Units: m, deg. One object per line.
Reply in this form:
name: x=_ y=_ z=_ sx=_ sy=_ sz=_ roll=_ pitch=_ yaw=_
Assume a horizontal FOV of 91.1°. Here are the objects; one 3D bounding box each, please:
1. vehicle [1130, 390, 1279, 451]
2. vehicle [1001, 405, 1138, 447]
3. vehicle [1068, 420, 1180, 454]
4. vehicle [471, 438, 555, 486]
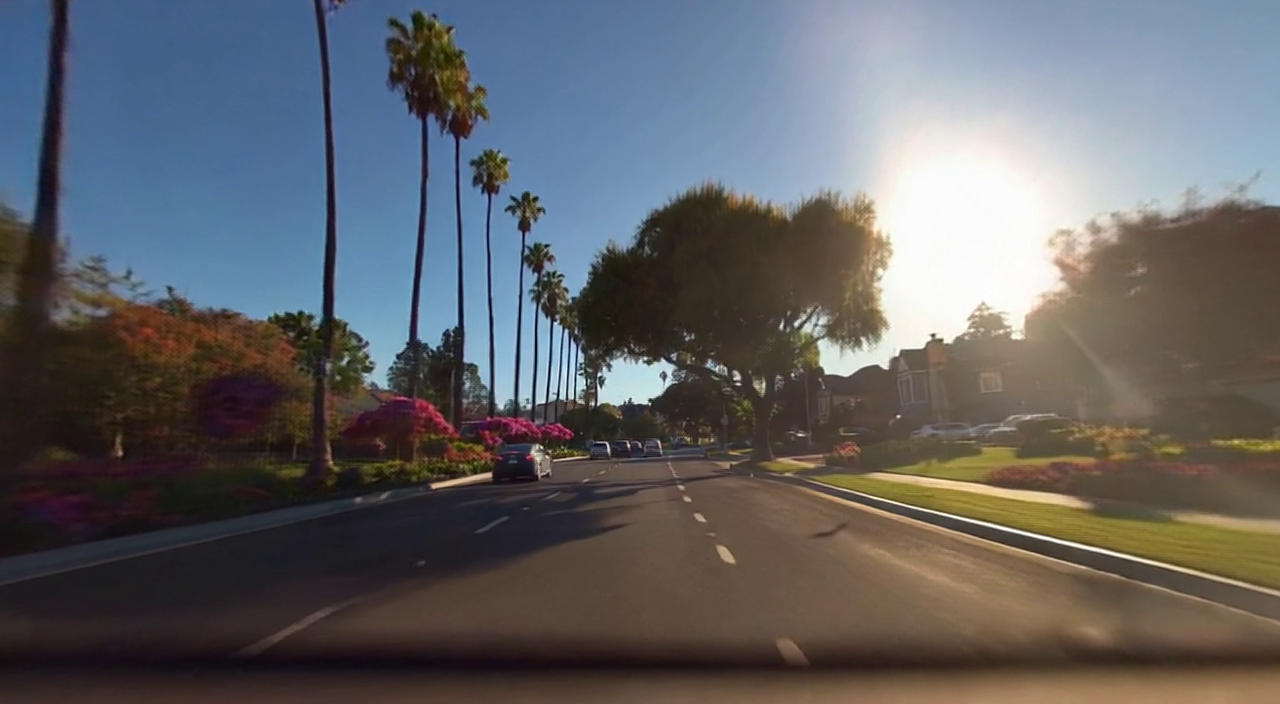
vehicle: x=21.306 y=2.501 z=22.535 sx=5.458 sy=2.044 sz=2.299 roll=0 pitch=-8 yaw=-2
vehicle: x=21.095 y=3.669 z=30.957 sx=5.294 sy=1.978 sz=2.201 roll=1 pitch=-8 yaw=-7
vehicle: x=21.472 y=3.796 z=27.935 sx=3.648 sy=1.427 sz=1.686 roll=1 pitch=-8 yaw=-6
vehicle: x=-4.326 y=3.815 z=22.133 sx=2.036 sy=1.478 sz=4.508 roll=0 pitch=-8 yaw=0
